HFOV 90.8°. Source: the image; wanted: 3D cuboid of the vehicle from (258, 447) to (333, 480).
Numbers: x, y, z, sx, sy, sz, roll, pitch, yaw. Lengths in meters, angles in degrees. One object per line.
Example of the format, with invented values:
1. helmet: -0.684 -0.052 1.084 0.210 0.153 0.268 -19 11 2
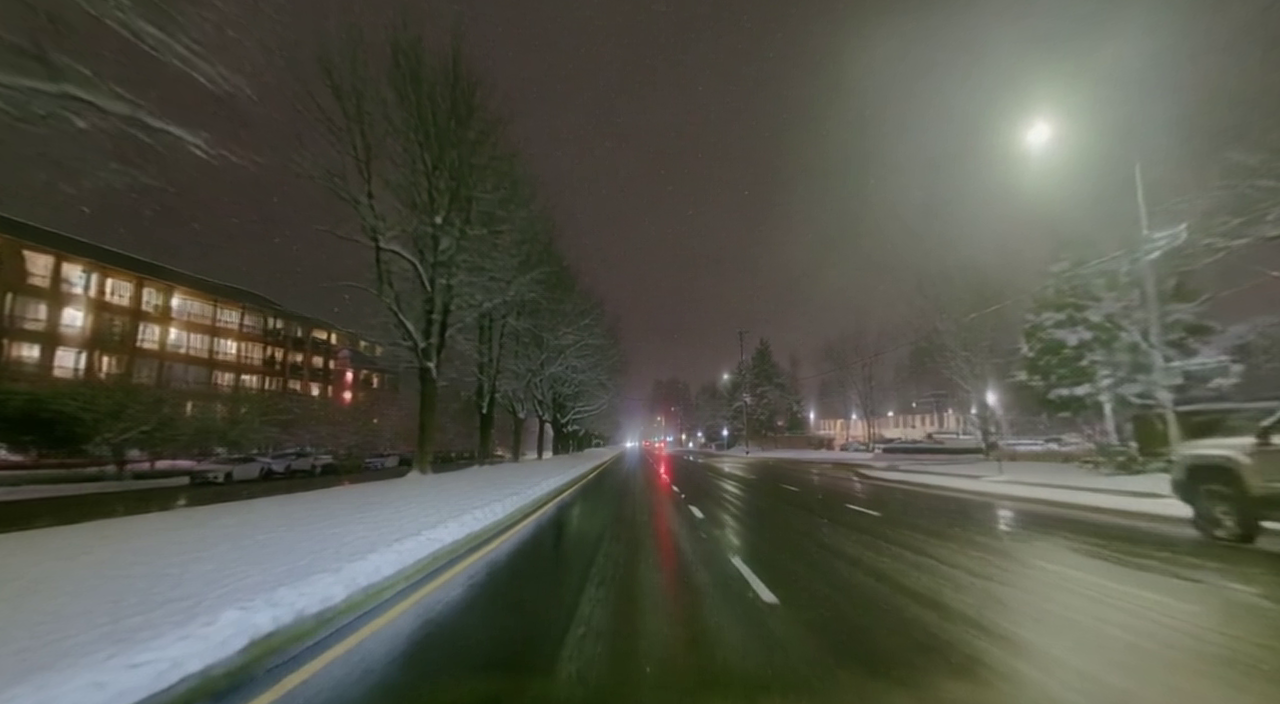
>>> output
1. vehicle: -21.239 6.860 39.192 1.879 1.757 4.656 -2 -7 3

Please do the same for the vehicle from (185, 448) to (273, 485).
1. vehicle: -22.067 6.113 34.122 1.863 1.845 4.073 0 -8 1

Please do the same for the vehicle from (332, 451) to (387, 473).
1. vehicle: -20.346 7.970 46.085 1.798 1.487 4.486 0 -8 2

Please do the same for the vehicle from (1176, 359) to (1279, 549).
1. vehicle: 9.886 1.150 7.003 2.456 2.534 5.930 0 -8 -2
